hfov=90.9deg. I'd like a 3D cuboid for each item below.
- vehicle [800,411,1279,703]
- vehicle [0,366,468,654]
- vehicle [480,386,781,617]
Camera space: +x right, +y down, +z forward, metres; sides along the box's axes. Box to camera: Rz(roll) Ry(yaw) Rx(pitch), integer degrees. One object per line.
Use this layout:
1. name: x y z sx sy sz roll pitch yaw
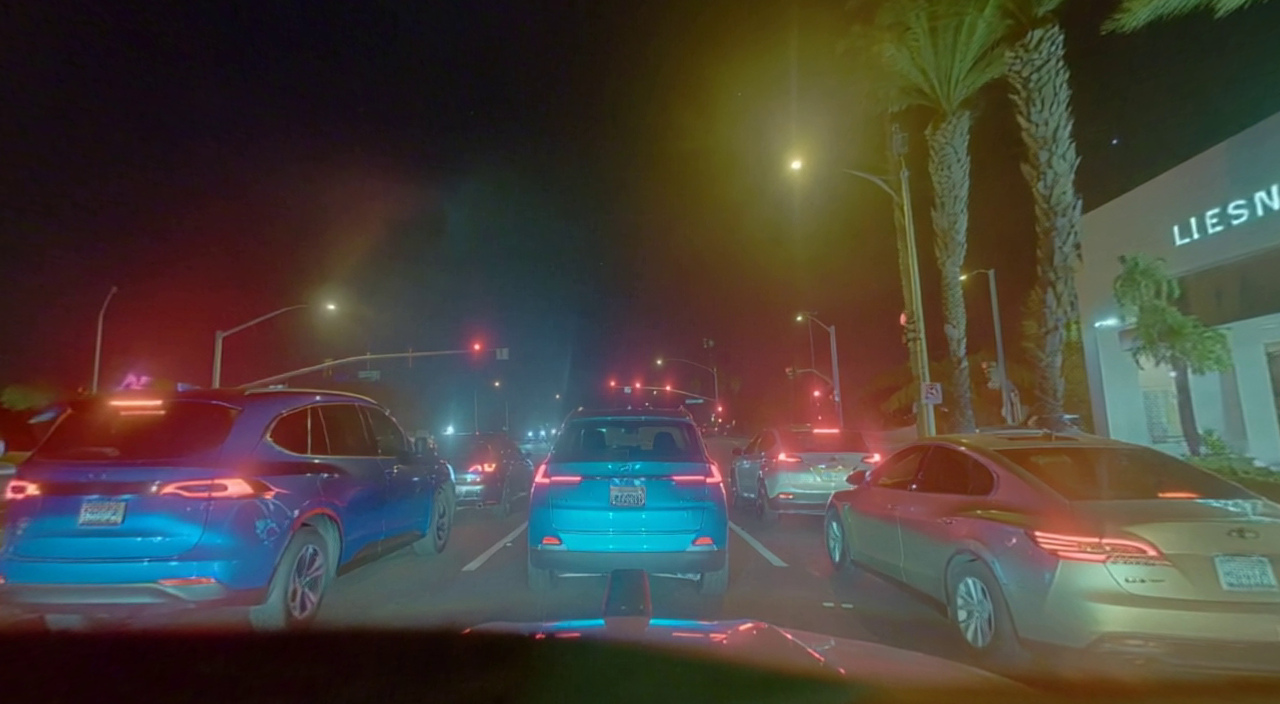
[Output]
1. vehicle: 2.968 1.367 5.251 2.017 1.491 4.611 0 -8 -1
2. vehicle: -3.346 1.283 6.123 2.014 1.755 4.360 0 -8 1
3. vehicle: -0.131 1.456 7.057 2.280 1.747 4.361 0 -8 -2
